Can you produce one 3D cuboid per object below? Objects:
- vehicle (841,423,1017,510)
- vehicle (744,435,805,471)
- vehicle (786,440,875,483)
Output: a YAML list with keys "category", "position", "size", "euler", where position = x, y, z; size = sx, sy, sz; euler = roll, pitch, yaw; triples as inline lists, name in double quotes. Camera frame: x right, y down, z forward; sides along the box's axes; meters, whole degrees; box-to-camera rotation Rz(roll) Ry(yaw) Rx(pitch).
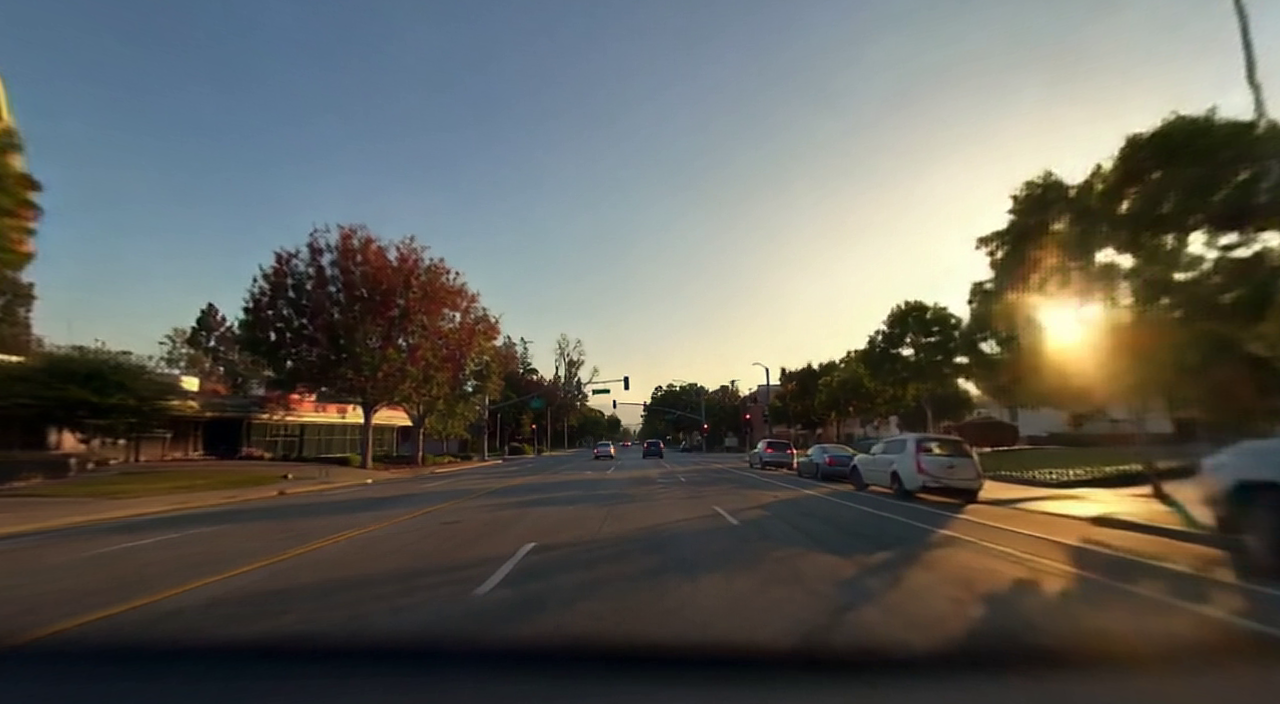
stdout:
- category: "vehicle"
  position: [7.155, 2.894, 16.398]
  size: [2.088, 1.848, 4.936]
  euler: [0, -9, -2]
- category: "vehicle"
  position: [7.210, 5.481, 34.408]
  size: [2.132, 1.793, 5.003]
  euler: [0, -8, -1]
- category: "vehicle"
  position: [7.138, 4.143, 24.236]
  size: [1.922, 1.473, 4.738]
  euler: [0, -8, 0]
